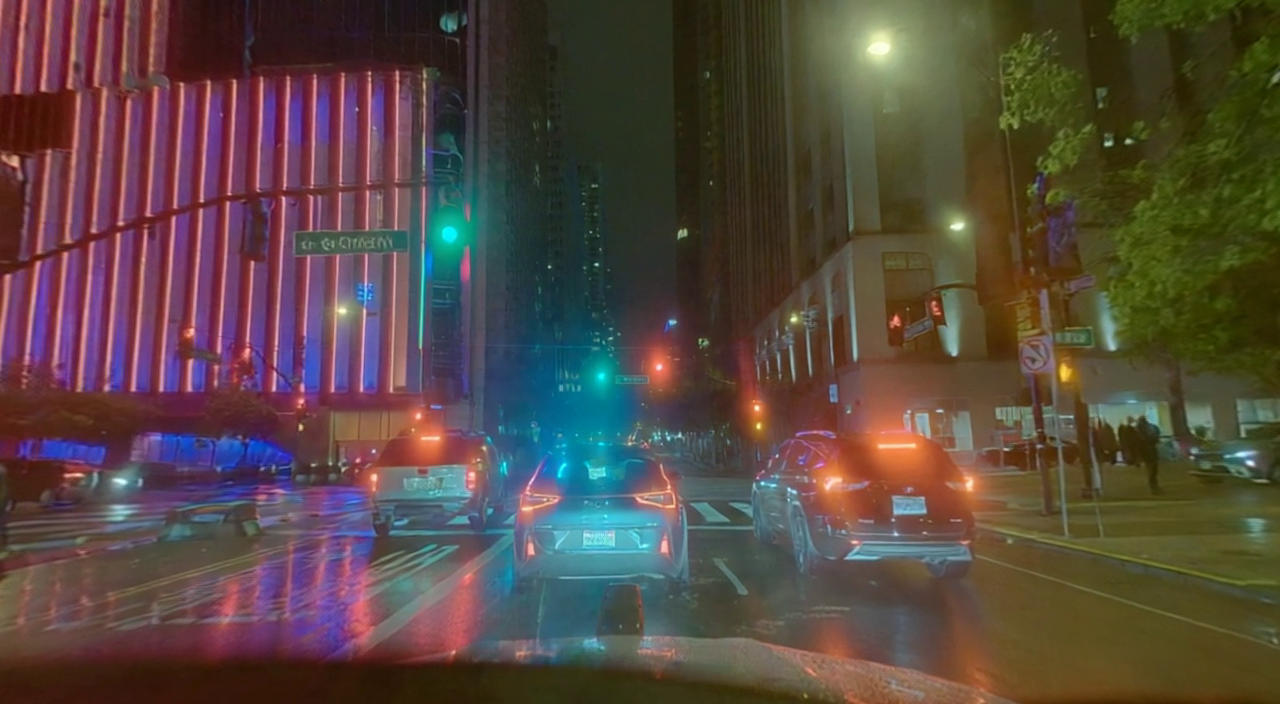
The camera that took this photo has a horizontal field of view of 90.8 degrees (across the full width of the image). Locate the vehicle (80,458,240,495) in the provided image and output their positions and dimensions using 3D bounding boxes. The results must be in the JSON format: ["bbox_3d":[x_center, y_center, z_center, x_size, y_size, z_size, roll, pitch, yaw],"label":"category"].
[{"bbox_3d":[-20.174,5.245,26.717,5.153,1.449,1.966,0,-8,0],"label":"vehicle"}]

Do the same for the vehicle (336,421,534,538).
[{"bbox_3d":[-3.690,2.408,12.695,2.190,1.840,5.272,0,-8,0],"label":"vehicle"}]

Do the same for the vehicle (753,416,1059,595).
[{"bbox_3d":[3.032,1.852,8.630,2.072,1.735,4.759,0,-8,0],"label":"vehicle"}]

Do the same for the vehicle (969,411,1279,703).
[{"bbox_3d":[2.746,0.804,1.118,1.902,1.454,4.540,0,-8,0],"label":"vehicle"}]

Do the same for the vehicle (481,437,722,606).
[{"bbox_3d":[-0.362,1.788,7.646,2.092,1.454,4.132,0,-8,-1],"label":"vehicle"}]

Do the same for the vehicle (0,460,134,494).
[{"bbox_3d":[-27.379,5.911,30.090,4.673,1.478,2.114,0,-8,-1],"label":"vehicle"}]
